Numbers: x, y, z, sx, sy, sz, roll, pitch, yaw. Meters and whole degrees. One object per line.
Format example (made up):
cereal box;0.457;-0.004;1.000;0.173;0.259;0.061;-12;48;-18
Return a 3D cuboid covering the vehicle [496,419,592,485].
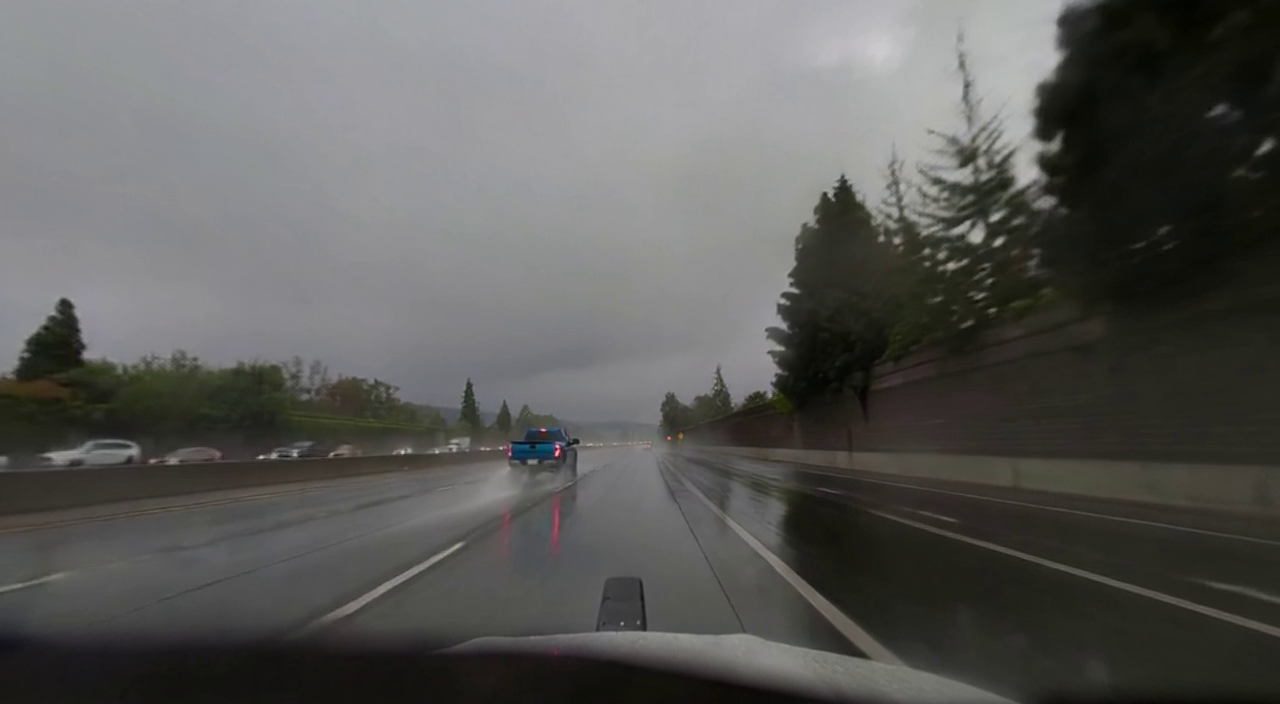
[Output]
vehicle;-3.476;3.823;24.364;2.604;2.170;6.271;0;-8;1

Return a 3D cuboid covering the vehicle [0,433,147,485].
vehicle;-37.028;6.585;39.475;3.018;2.872;11.579;-1;-8;0

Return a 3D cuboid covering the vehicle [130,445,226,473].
vehicle;-33.330;7.712;45.779;2.336;1.869;6.038;0;-8;1
